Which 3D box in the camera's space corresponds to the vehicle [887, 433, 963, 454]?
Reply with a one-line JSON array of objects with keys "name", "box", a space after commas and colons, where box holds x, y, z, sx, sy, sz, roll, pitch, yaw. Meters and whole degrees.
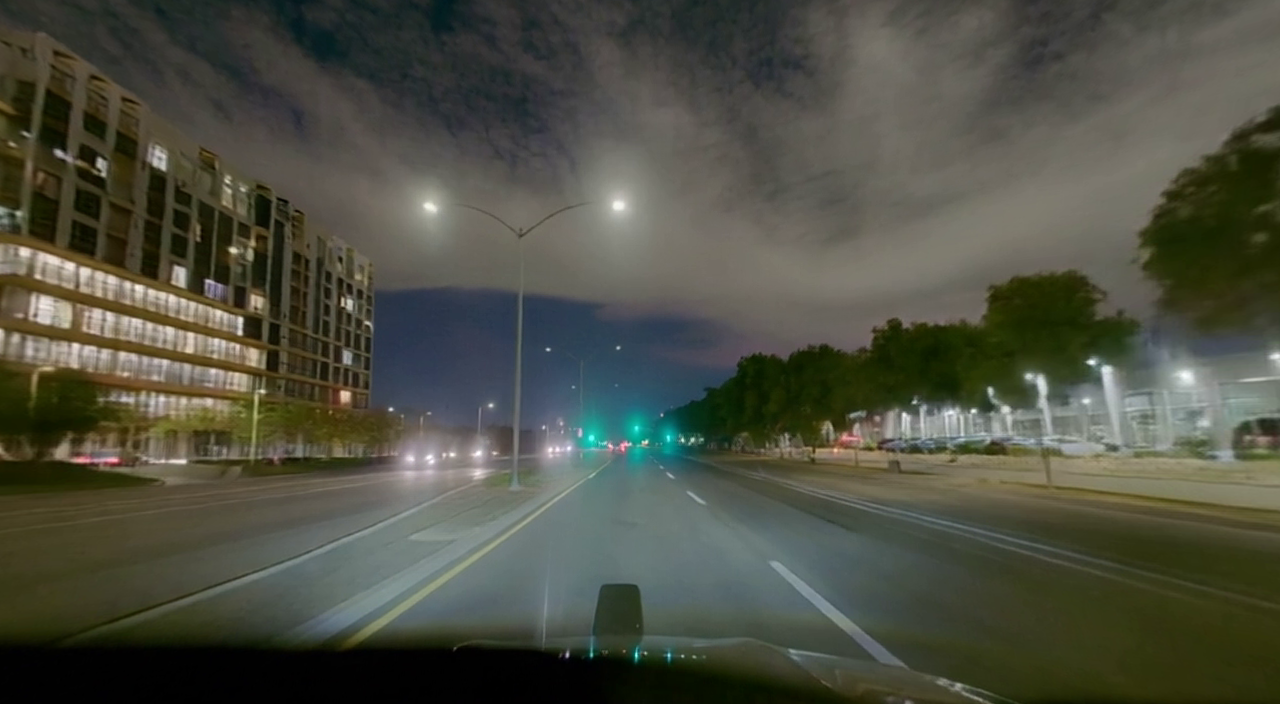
[{"name": "vehicle", "box": [21.743, 7.003, 48.301, 4.739, 1.569, 2.097, -1, -9, 3]}]

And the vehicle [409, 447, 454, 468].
[{"name": "vehicle", "box": [-16.225, 8.189, 49.368, 1.966, 1.523, 4.555, 0, -9, 0]}]

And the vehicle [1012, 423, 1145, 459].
[{"name": "vehicle", "box": [22.494, 4.585, 32.477, 5.320, 1.722, 2.651, 2, -9, -15]}]
